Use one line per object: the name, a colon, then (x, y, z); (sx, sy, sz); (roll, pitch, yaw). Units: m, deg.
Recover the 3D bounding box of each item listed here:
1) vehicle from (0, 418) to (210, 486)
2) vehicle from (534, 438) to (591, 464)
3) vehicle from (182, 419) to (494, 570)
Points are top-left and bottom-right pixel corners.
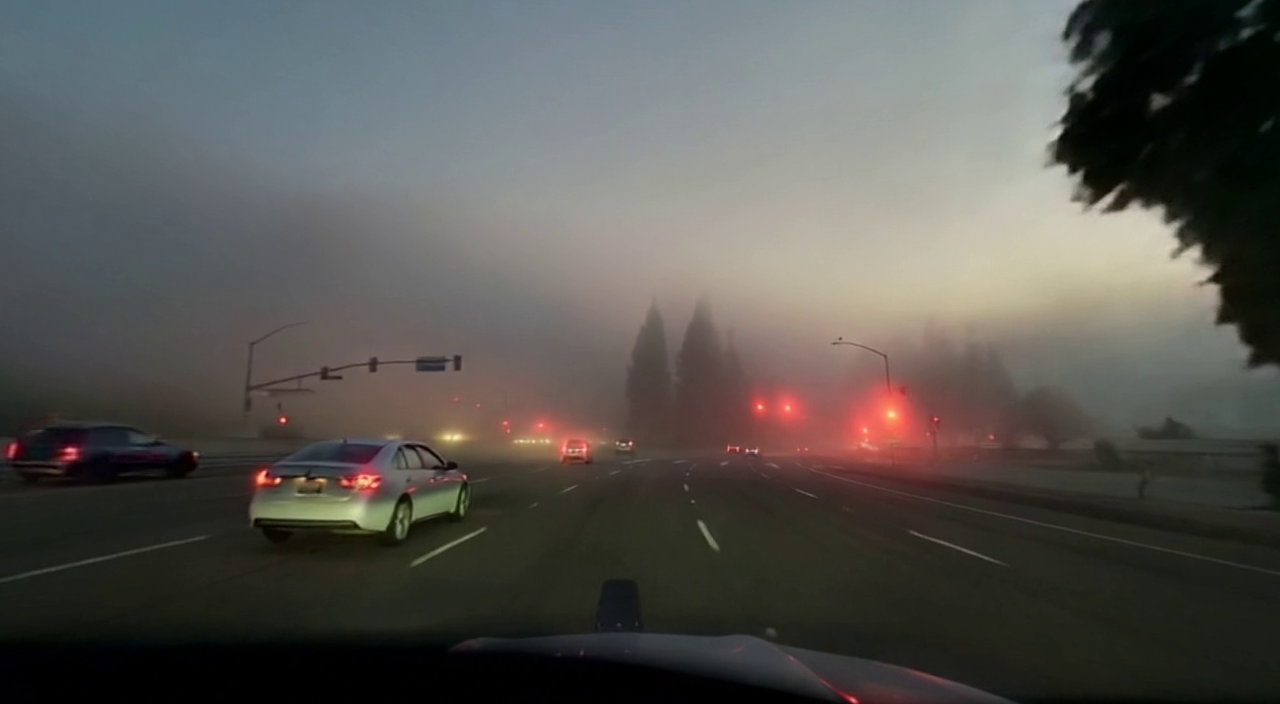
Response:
vehicle: (-13.524, 2.535, 16.116); (1.984, 1.488, 4.258); (0, -9, 2)
vehicle: (-4.757, 6.177, 39.524); (2.080, 1.495, 5.242); (-1, -9, 10)
vehicle: (-3.474, 1.716, 8.379); (1.934, 1.463, 4.220); (0, -9, 2)
